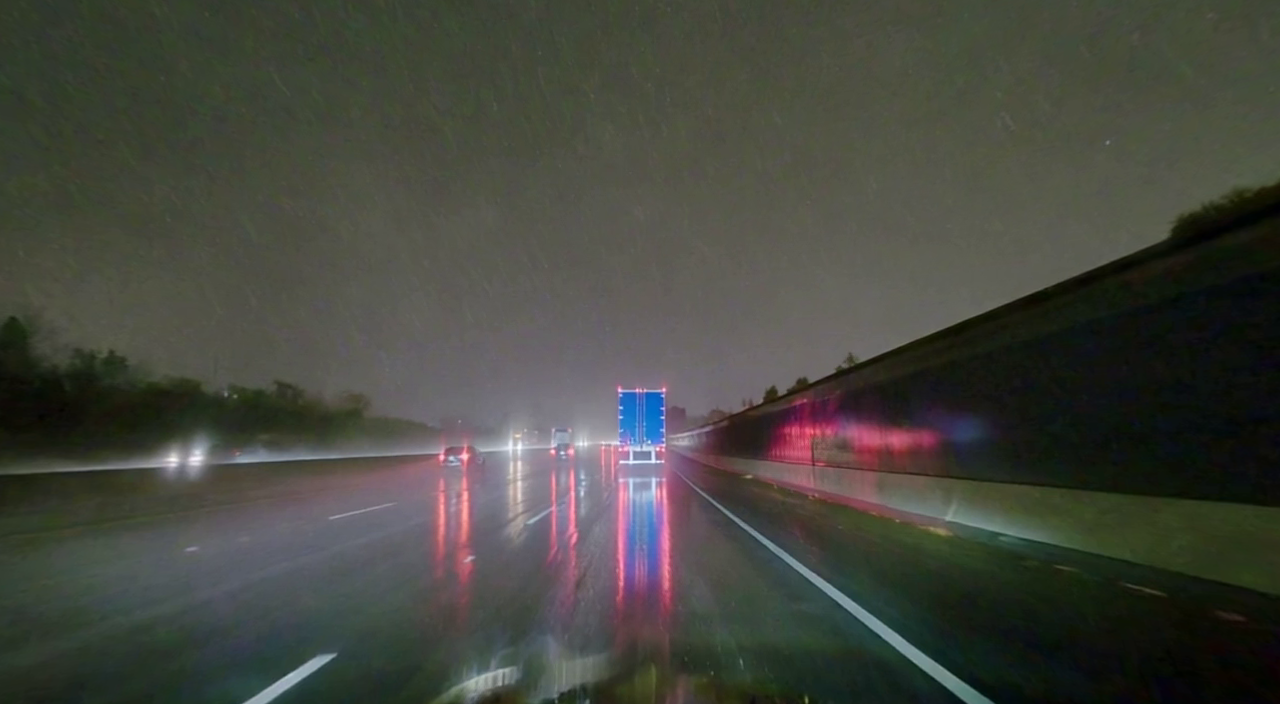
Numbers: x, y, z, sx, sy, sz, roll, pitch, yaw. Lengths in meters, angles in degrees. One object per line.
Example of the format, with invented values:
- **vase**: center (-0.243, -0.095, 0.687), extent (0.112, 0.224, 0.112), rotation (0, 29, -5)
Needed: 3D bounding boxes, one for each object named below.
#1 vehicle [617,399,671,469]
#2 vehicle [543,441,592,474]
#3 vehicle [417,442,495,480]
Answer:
- **vehicle**: center (0.241, 5.607, 41.980), extent (3.123, 4.094, 10.812), rotation (0, -9, 0)
- **vehicle**: center (-3.674, 5.411, 32.242), extent (2.006, 1.572, 4.082), rotation (0, -9, 0)
- **vehicle**: center (-7.908, 4.734, 27.438), extent (1.968, 1.507, 4.673), rotation (0, -9, 0)
